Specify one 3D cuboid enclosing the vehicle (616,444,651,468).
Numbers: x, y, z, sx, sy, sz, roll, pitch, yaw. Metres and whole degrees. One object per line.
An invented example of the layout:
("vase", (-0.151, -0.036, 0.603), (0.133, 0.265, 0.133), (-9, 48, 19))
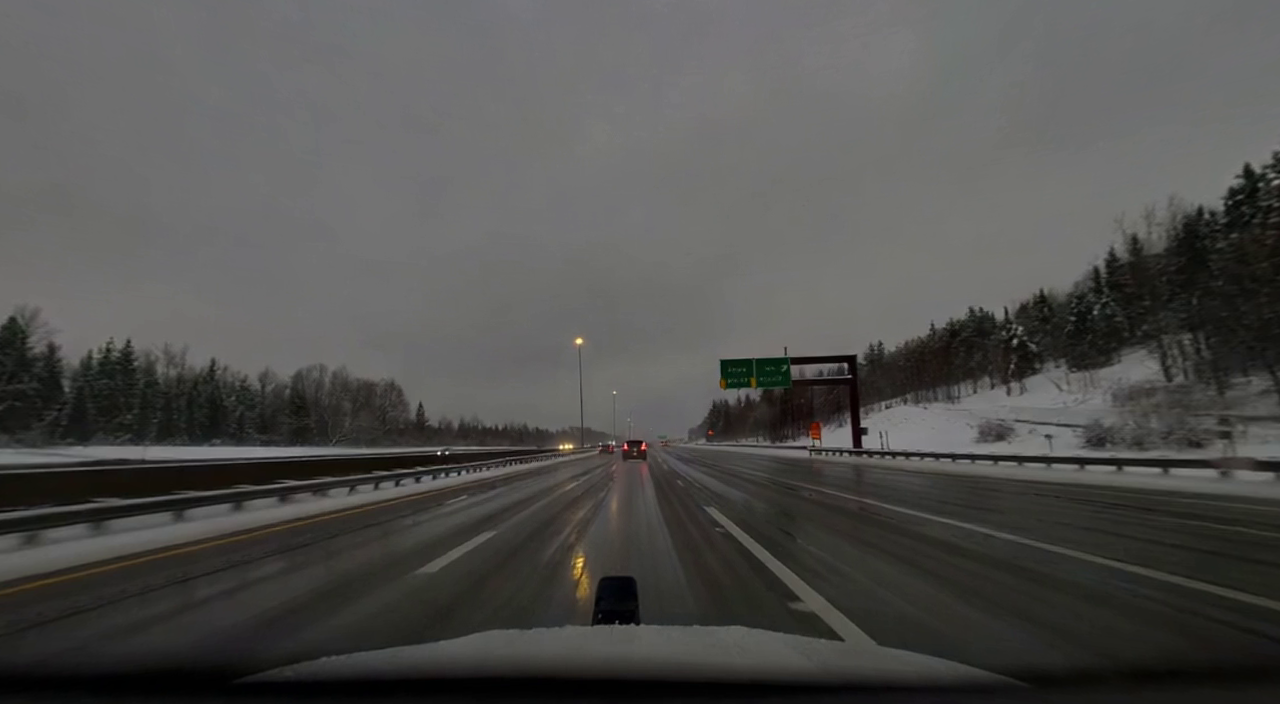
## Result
("vehicle", (-0.438, 6.558, 40.060), (2.118, 1.466, 4.165), (0, -9, -1))
